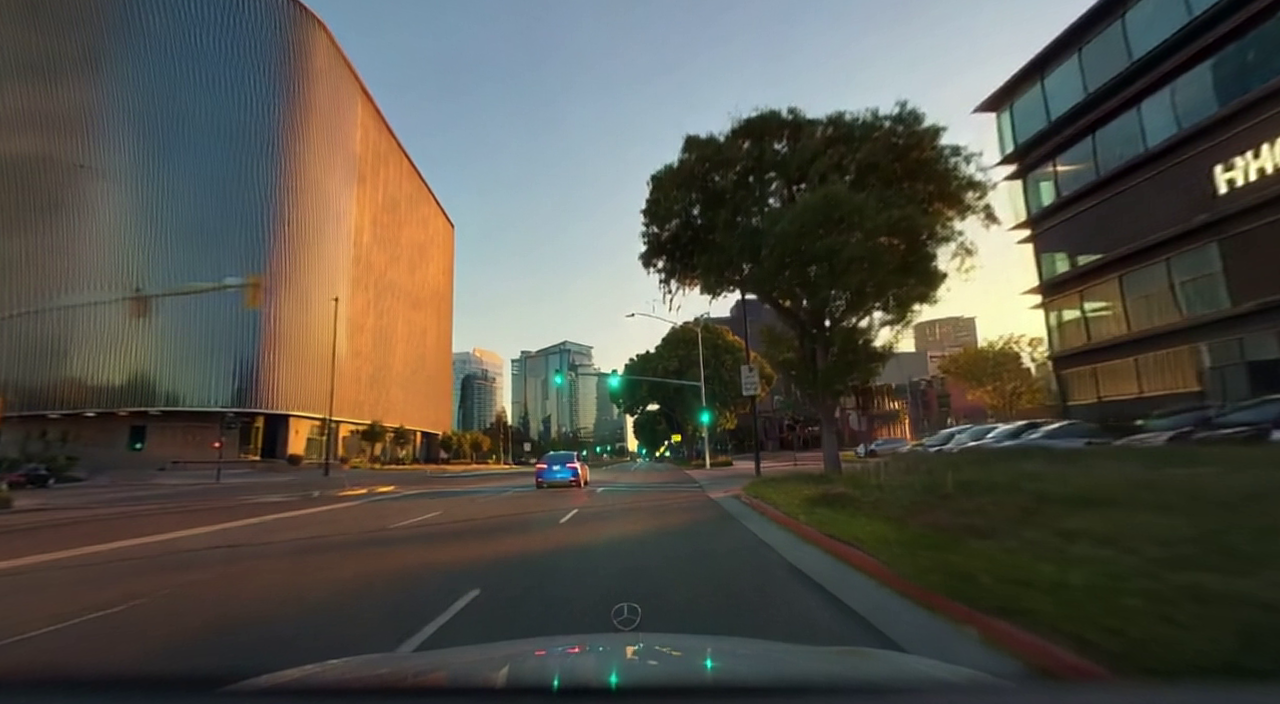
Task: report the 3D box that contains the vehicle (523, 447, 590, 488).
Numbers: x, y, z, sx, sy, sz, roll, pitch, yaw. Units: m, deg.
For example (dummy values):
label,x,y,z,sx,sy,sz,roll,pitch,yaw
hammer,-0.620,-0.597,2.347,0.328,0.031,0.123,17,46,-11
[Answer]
label,x,y,z,sx,sy,sz,roll,pitch,yaw
vehicle,-3.248,4.614,25.429,1.971,1.486,4.380,-1,-9,2

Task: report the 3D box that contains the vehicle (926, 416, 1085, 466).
label,x,y,z,sx,sy,sz,roll,pitch,yaw
vehicle,12.238,3.016,21.284,4.120,1.558,1.959,0,-9,-1
